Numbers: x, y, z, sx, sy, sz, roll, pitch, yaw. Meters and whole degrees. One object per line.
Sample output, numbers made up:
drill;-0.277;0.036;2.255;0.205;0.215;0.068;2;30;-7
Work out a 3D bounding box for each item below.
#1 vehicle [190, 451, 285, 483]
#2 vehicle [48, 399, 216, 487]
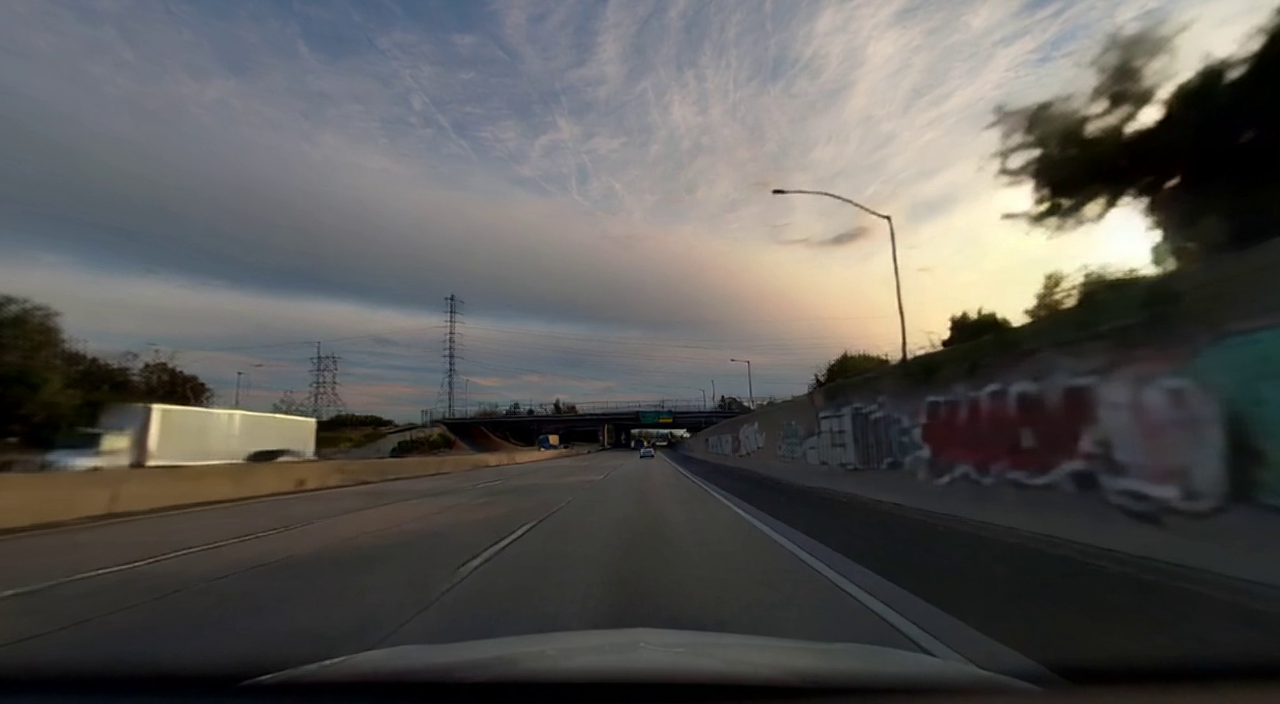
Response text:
vehicle;-19.722;5.633;31.153;1.861;1.479;4.337;0;-9;-1
vehicle;-24.462;4.468;30.842;3.013;3.883;5.972;0;-9;0
